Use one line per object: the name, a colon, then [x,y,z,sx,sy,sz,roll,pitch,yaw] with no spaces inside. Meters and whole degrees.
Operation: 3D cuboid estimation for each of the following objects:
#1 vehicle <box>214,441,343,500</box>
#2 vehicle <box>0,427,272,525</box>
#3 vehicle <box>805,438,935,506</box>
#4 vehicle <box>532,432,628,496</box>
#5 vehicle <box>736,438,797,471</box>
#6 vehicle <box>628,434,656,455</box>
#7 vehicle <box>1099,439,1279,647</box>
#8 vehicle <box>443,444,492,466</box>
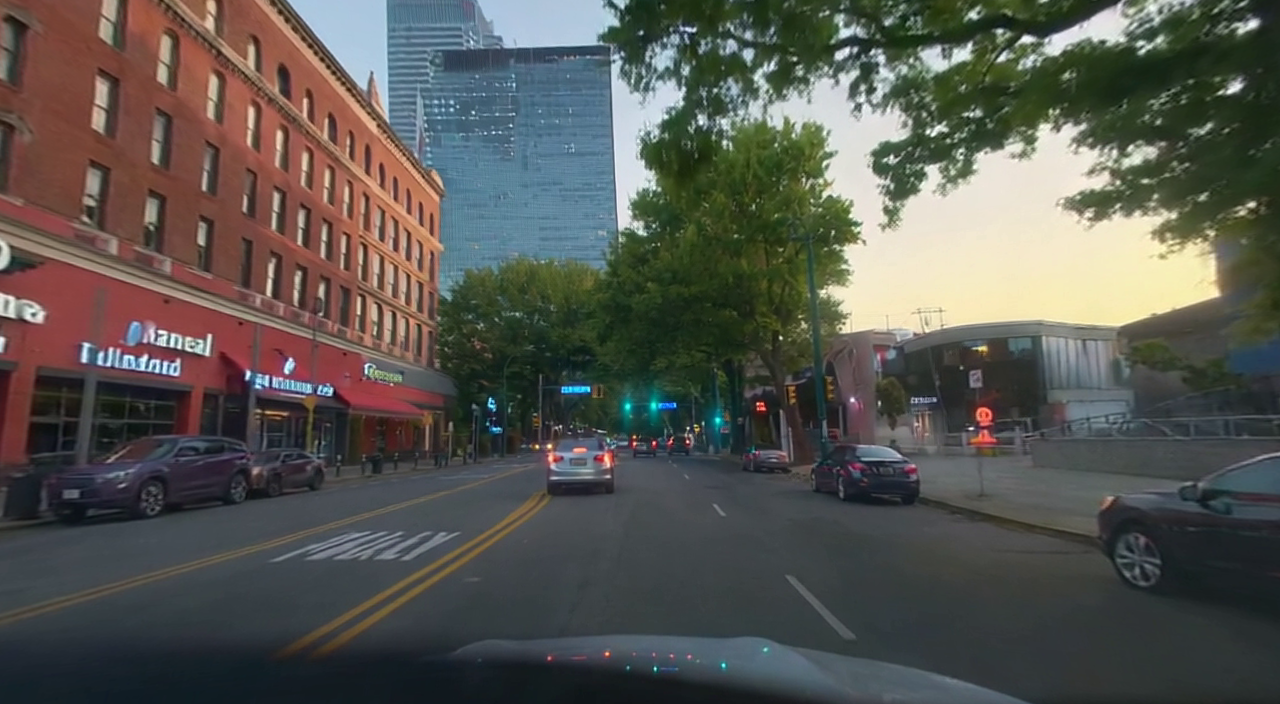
vehicle: [-12.560,4.101,22.310,2.000,1.708,4.494,-3,-8,-1]
vehicle: [-12.586,3.056,16.302,2.384,2.044,6.030,0,-8,1]
vehicle: [5.822,3.058,16.526,1.986,1.555,3.879,0,-8,1]
vehicle: [-1.591,2.864,16.579,2.169,1.427,4.531,1,-8,-6]
vehicle: [6.017,4.947,30.570,1.956,1.446,4.537,0,-8,-1]
vehicle: [0.111,7.325,49.910,2.102,1.521,4.078,0,-8,-2]
vehicle: [5.769,1.354,4.226,1.961,1.533,4.473,0,-8,0]
vehicle: [-12.425,7.409,45.642,2.075,1.472,4.638,0,-8,2]
